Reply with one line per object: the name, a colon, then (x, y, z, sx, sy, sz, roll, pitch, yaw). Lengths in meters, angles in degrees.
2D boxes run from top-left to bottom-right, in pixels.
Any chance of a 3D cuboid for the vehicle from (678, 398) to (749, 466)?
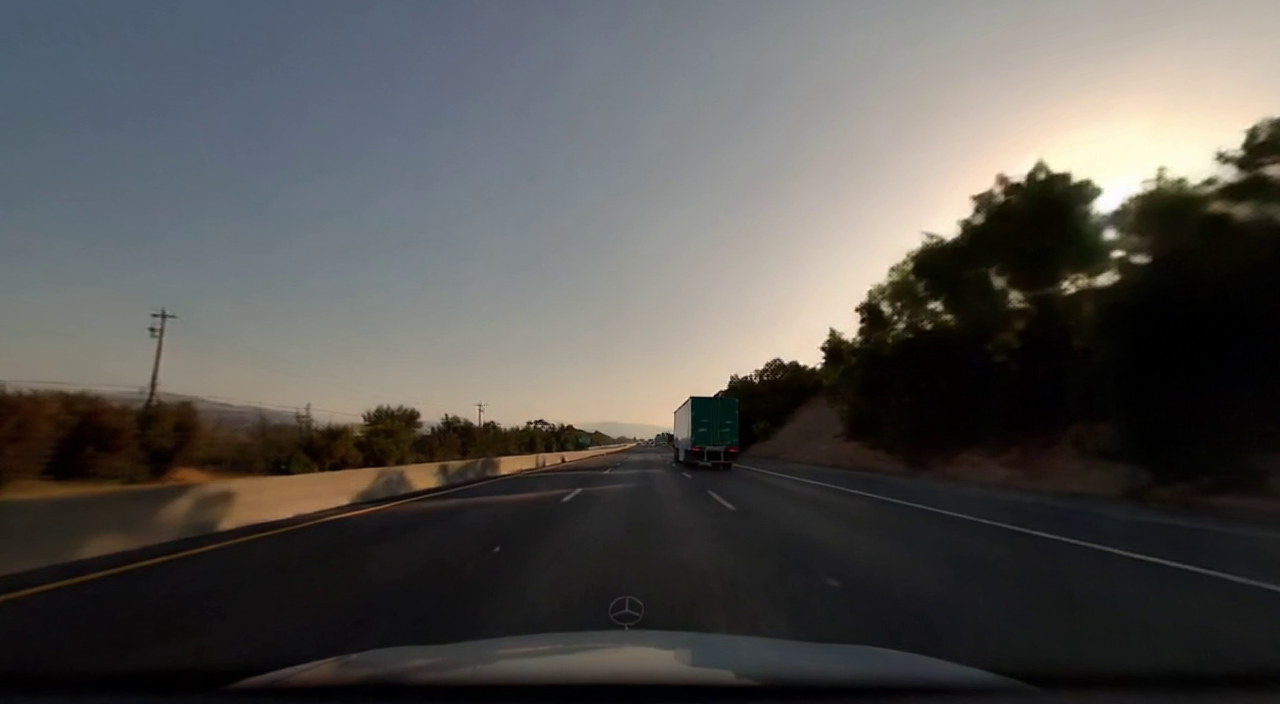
vehicle: (4.808, 5.843, 44.656, 3.485, 3.975, 14.489, 0, -9, 1)
